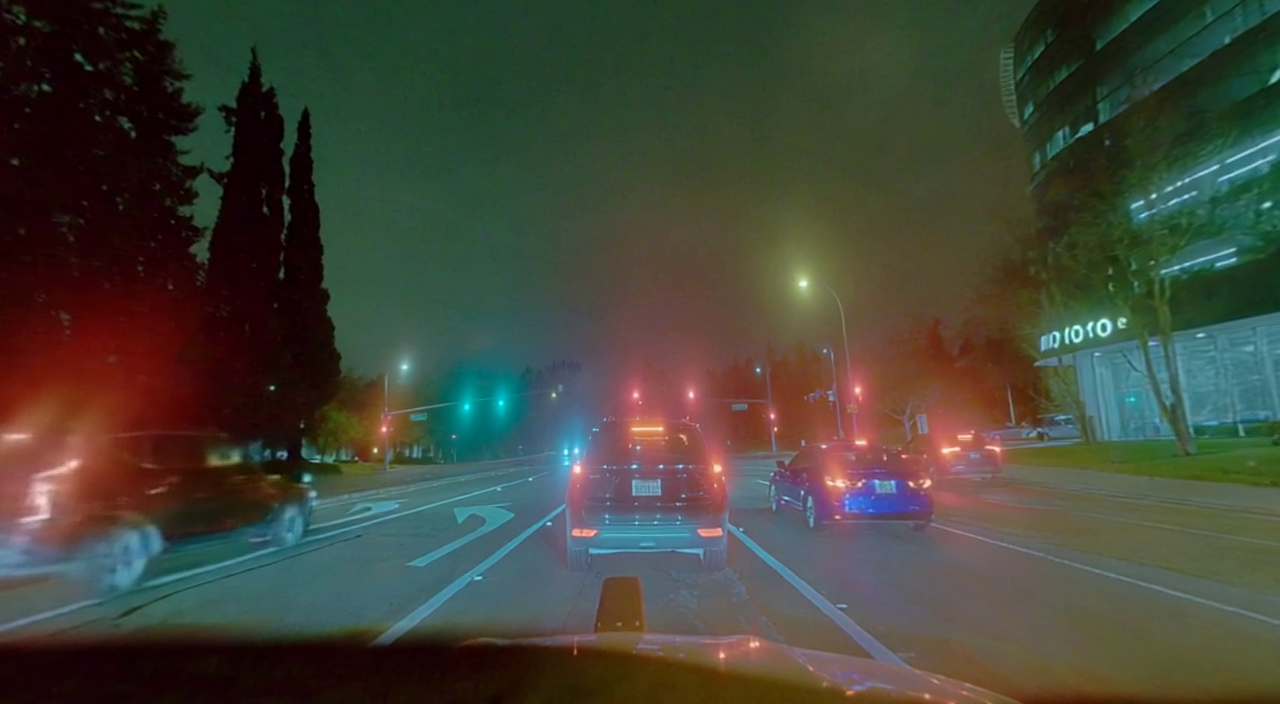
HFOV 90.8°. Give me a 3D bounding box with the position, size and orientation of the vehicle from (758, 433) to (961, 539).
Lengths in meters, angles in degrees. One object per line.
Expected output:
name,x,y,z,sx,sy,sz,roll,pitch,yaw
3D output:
vehicle,3.516,2.233,11.169,1.997,1.471,4.321,0,-9,-1

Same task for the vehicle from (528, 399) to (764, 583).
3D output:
vehicle,0.059,1.654,8.245,2.266,1.762,4.131,0,-9,0

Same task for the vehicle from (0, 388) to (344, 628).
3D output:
vehicle,-5.991,1.572,7.436,2.555,1.819,5.145,0,-9,-1

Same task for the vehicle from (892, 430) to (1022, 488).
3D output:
vehicle,10.866,3.699,22.133,2.123,1.812,4.553,0,-9,-1
